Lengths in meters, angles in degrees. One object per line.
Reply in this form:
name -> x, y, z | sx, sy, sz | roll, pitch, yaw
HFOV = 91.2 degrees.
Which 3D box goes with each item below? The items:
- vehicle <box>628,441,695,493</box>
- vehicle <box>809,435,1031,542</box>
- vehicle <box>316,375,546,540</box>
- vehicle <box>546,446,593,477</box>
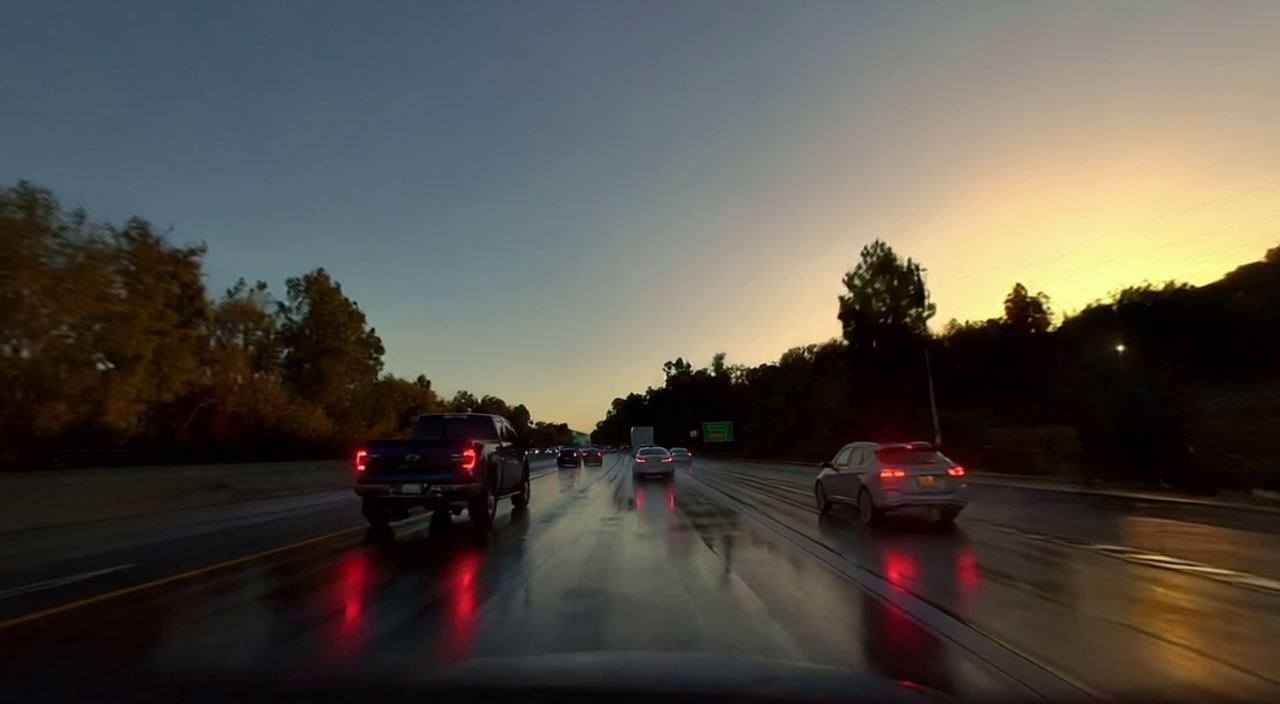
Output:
vehicle -> 0.636, 3.822, 21.159 | 2.015, 1.526, 4.286 | 0, -9, -1
vehicle -> 4.535, 2.263, 10.987 | 1.961, 1.491, 4.035 | 0, -9, -1
vehicle -> -3.586, 2.038, 12.481 | 2.523, 2.458, 6.022 | 0, -9, 0
vehicle -> -3.595, 5.640, 32.553 | 1.940, 1.502, 4.463 | 0, -9, 0
